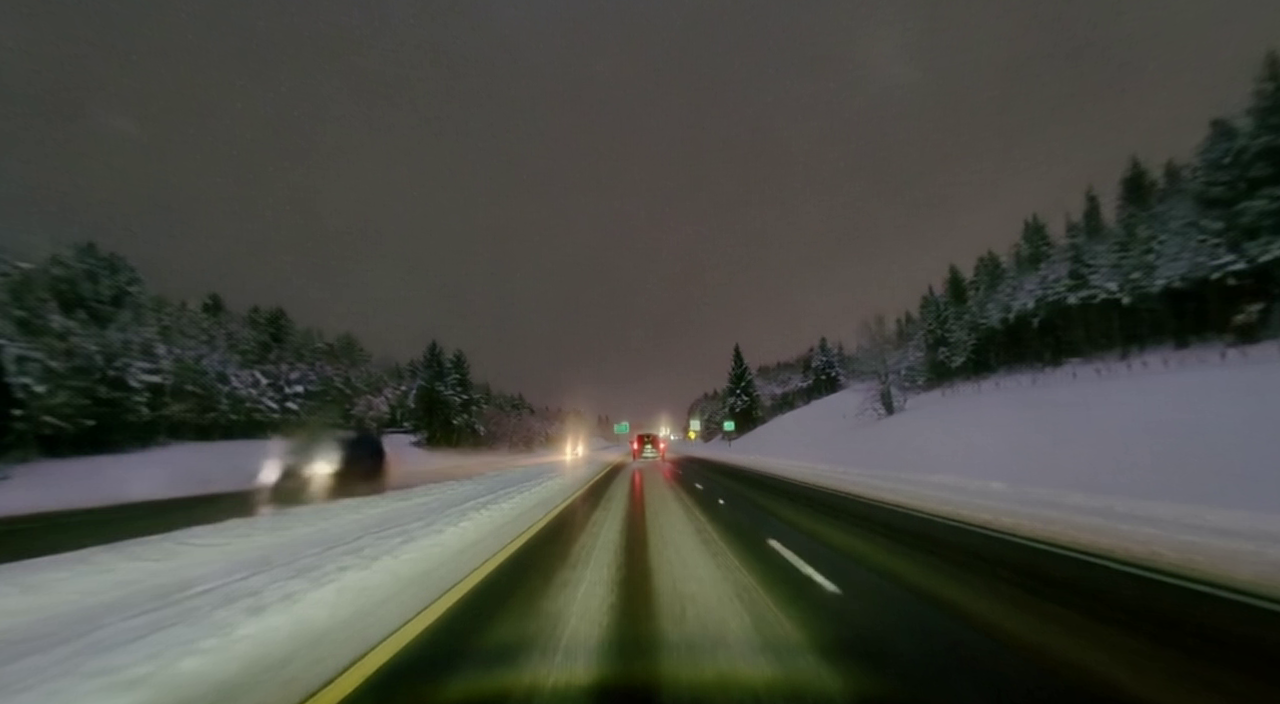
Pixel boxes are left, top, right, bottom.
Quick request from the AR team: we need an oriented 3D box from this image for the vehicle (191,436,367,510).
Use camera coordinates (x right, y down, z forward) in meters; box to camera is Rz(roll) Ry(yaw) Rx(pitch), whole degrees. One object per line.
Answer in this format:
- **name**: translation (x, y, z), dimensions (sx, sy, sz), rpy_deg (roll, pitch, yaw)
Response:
- **vehicle**: translation (-8.442, 2.821, 15.220), dimensions (1.863, 1.529, 4.010), rpy_deg (0, -8, 0)

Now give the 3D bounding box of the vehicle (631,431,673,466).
- **vehicle**: translation (0.698, 5.677, 37.218), dimensions (2.301, 1.944, 4.554), rpy_deg (0, -8, 1)
